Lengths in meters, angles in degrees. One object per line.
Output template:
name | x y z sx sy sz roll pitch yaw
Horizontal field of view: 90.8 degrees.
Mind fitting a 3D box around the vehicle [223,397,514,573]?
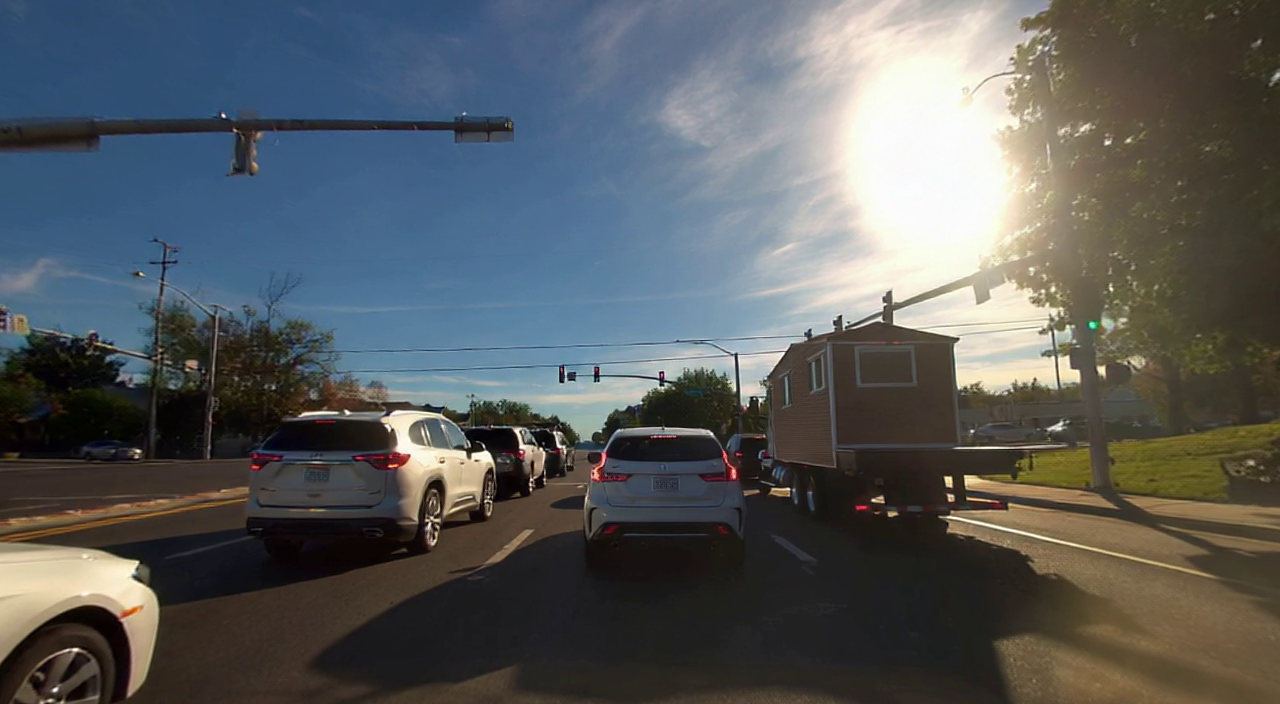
vehicle | -3.271 1.716 8.839 2.085 1.812 4.388 0 -9 0

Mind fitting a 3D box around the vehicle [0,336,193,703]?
vehicle | -3.429 0.655 1.350 1.952 1.730 4.116 0 -9 -1

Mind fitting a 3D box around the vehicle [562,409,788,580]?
vehicle | 0.352 1.707 8.321 2.189 1.649 4.171 0 -9 0

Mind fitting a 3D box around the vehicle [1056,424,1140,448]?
vehicle | 33.164 6.138 45.889 4.671 1.595 1.824 -6 -10 31

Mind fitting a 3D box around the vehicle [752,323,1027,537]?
vehicle | 3.688 1.402 11.005 2.531 2.750 5.595 0 -9 1
